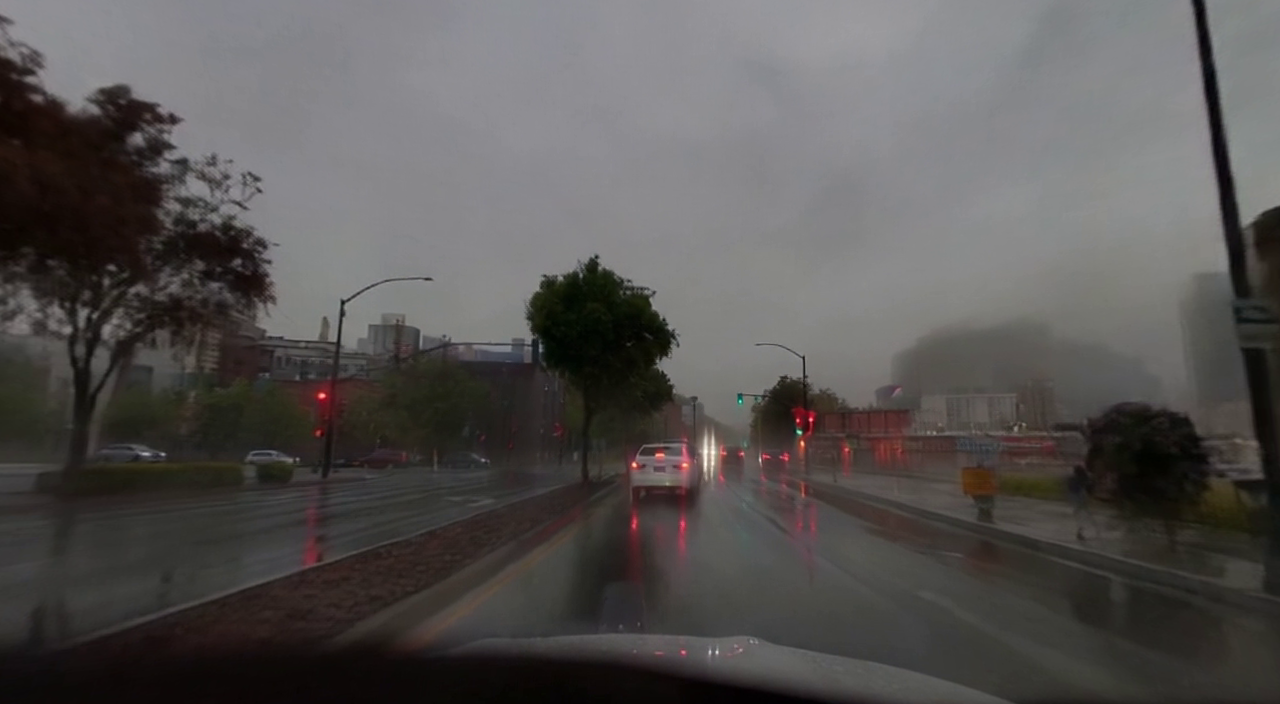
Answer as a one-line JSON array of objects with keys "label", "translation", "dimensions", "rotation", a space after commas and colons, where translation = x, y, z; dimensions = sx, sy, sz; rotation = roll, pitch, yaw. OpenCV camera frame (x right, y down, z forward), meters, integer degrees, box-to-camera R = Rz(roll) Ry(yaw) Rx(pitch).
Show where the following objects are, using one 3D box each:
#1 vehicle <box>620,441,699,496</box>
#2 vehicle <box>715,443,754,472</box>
[{"label": "vehicle", "translation": [0.690, 3.555, 19.699], "dimensions": [2.173, 1.479, 4.264], "rotation": [-1, -9, 4]}, {"label": "vehicle", "translation": [6.322, 7.105, 42.692], "dimensions": [2.092, 1.851, 4.913], "rotation": [0, -9, 2]}]
